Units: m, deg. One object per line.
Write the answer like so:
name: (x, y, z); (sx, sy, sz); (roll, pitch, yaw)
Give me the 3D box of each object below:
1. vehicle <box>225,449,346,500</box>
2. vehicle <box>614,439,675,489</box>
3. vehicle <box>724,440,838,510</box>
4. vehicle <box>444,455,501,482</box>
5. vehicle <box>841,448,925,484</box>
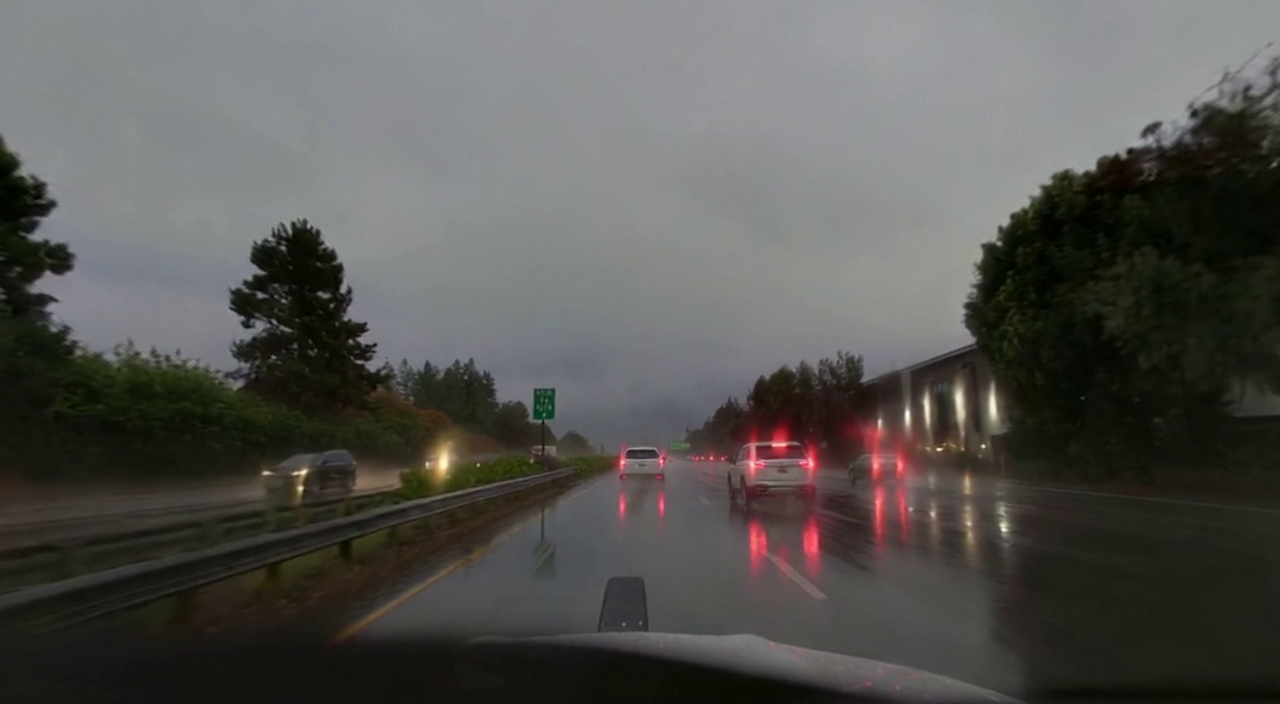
vehicle: (-14.544, 5.006, 26.327); (2.018, 1.887, 5.108); (0, -8, 1)
vehicle: (0.185, 4.537, 26.005); (2.290, 1.862, 4.454); (0, -8, 1)
vehicle: (3.554, 3.176, 16.762); (2.042, 1.592, 4.047); (0, -8, -1)
vehicle: (-10.237, 7.161, 38.970); (2.146, 1.479, 4.671); (0, -8, 1)
vehicle: (11.165, 5.234, 29.427); (1.985, 1.503, 4.842); (0, -8, 0)
